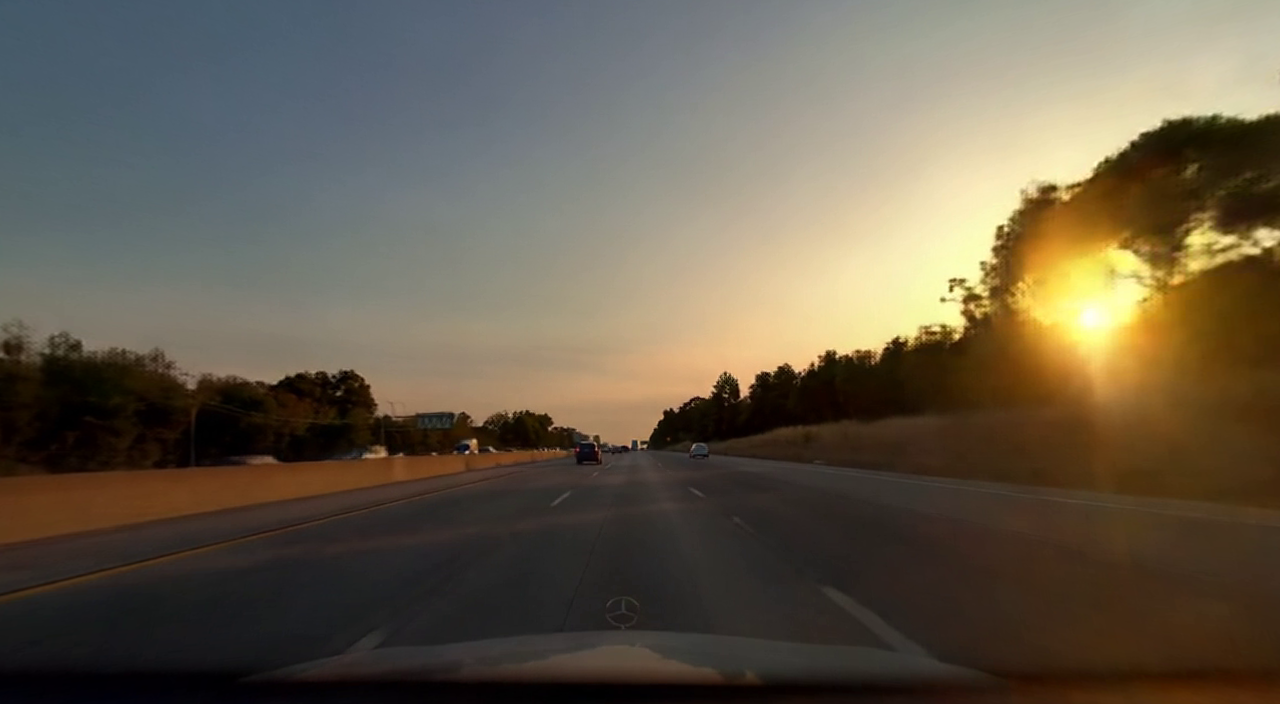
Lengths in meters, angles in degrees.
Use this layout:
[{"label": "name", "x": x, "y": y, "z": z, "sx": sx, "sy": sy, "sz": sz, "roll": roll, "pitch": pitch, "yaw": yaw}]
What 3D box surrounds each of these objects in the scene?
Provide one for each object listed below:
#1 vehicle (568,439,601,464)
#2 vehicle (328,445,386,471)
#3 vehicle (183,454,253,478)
[{"label": "vehicle", "x": -4.098, "y": 7.458, "z": 47.292, "sx": 2.114, "sy": 1.774, "sz": 4.427, "roll": 0, "pitch": -9, "yaw": 0}, {"label": "vehicle", "x": -21.578, "y": 8.065, "z": 48.381, "sx": 2.148, "sy": 1.872, "sz": 4.857, "roll": 0, "pitch": -9, "yaw": 0}, {"label": "vehicle", "x": -28.936, "y": 7.831, "z": 43.487, "sx": 1.828, "sy": 1.483, "sz": 4.344, "roll": 0, "pitch": -9, "yaw": -1}]
